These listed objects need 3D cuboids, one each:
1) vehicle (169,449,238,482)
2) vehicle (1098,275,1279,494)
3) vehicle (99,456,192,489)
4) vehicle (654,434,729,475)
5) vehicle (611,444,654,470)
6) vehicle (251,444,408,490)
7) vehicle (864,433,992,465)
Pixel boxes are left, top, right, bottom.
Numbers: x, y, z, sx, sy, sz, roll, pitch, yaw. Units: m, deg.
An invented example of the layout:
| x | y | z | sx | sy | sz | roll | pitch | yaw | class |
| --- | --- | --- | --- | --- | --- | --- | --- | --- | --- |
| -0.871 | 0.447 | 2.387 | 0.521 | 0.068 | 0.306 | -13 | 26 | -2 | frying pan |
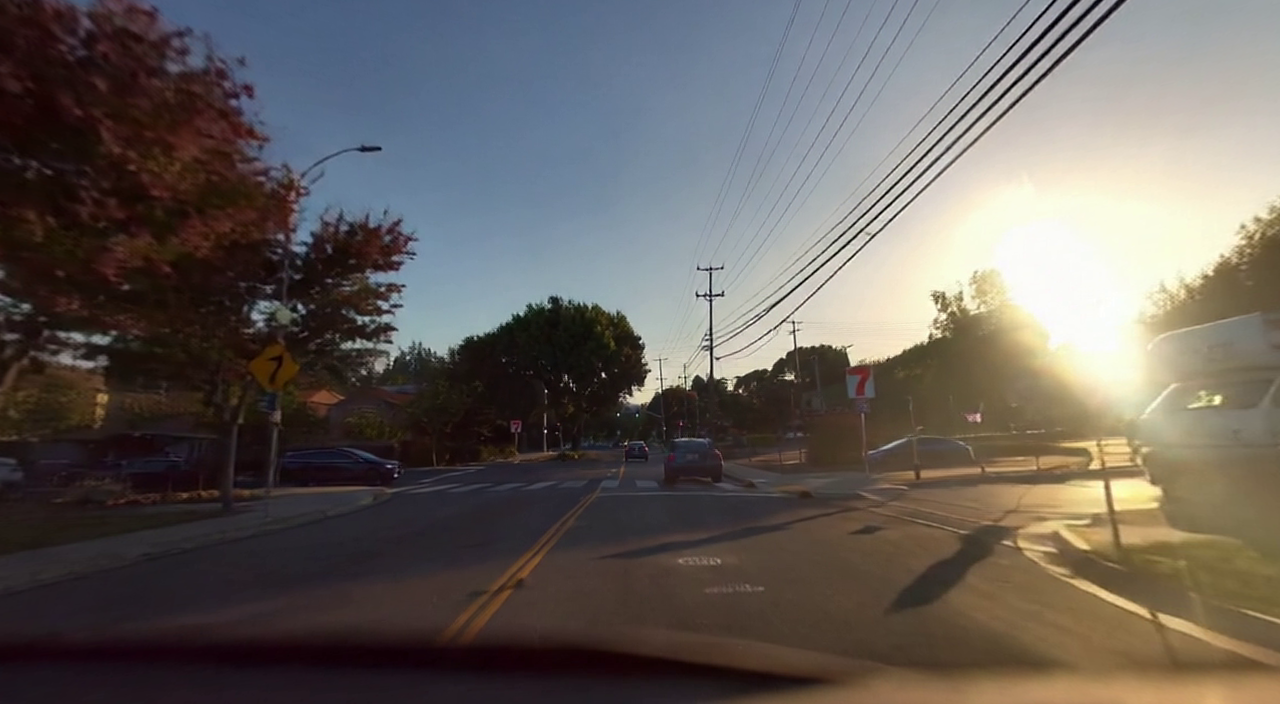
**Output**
| x | y | z | sx | sy | sz | roll | pitch | yaw | class |
| --- | --- | --- | --- | --- | --- | --- | --- | --- | --- |
| -30.339 | 7.854 | 44.088 | 2.087 | 2.103 | 4.490 | 0 | -9 | -9 | vehicle |
| 15.125 | 0.749 | 12.461 | 9.897 | 3.821 | 2.789 | 0 | -8 | -1 | vehicle |
| -29.251 | 7.108 | 37.619 | 2.085 | 1.763 | 4.658 | 1 | -9 | -6 | vehicle |
| 2.476 | 5.200 | 32.231 | 2.553 | 1.868 | 5.536 | 1 | -9 | -9 | vehicle |
| -0.519 | 6.166 | 37.453 | 1.874 | 1.427 | 3.976 | 1 | -9 | -11 | vehicle |
| -13.843 | 5.127 | 28.523 | 5.866 | 1.904 | 2.197 | 1 | -9 | -6 | vehicle |
| 13.023 | 4.419 | 28.803 | 4.872 | 1.400 | 1.955 | -1 | -9 | 3 | vehicle |
